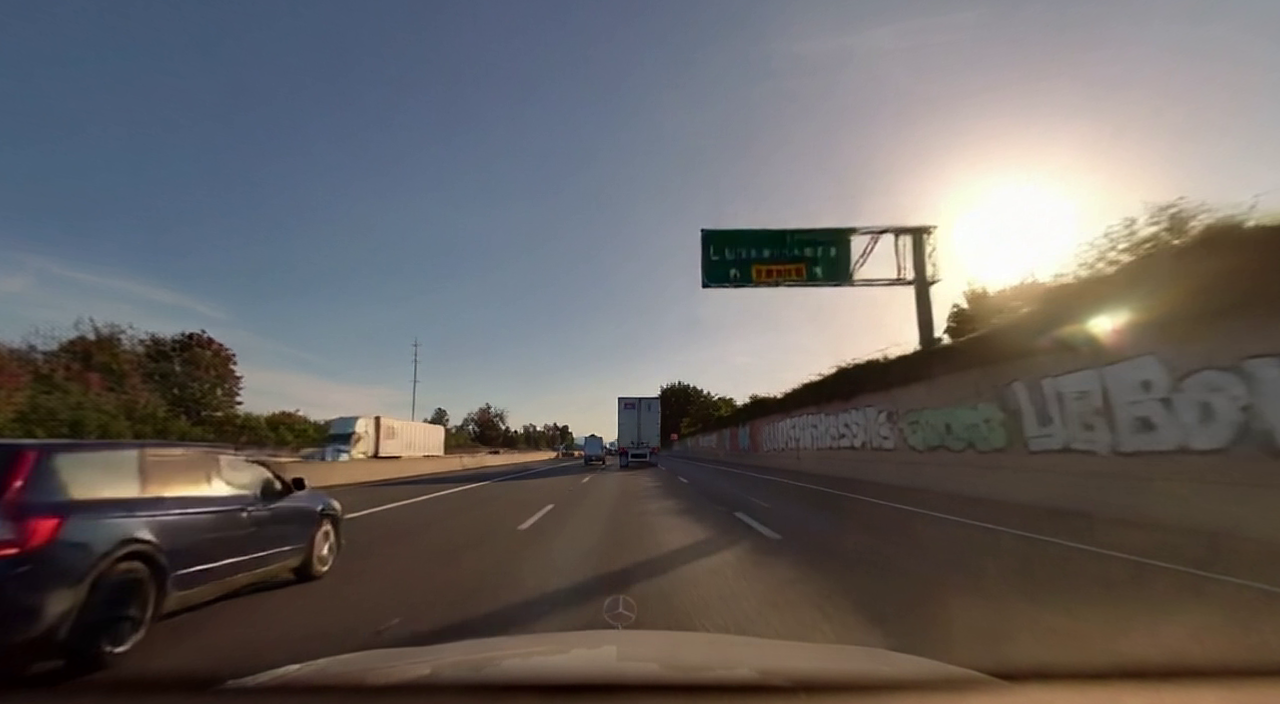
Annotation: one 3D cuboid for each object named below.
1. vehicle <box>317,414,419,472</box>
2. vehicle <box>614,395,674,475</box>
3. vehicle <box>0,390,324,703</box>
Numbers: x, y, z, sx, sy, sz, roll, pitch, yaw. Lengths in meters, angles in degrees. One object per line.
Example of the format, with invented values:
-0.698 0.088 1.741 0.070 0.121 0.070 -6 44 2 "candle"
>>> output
-19.611 6.768 46.120 2.992 3.750 9.993 0 -9 0 "vehicle"
0.032 5.077 37.453 3.042 4.023 10.832 0 -9 -2 "vehicle"
-3.694 1.023 3.084 2.158 1.538 4.047 0 -9 0 "vehicle"
